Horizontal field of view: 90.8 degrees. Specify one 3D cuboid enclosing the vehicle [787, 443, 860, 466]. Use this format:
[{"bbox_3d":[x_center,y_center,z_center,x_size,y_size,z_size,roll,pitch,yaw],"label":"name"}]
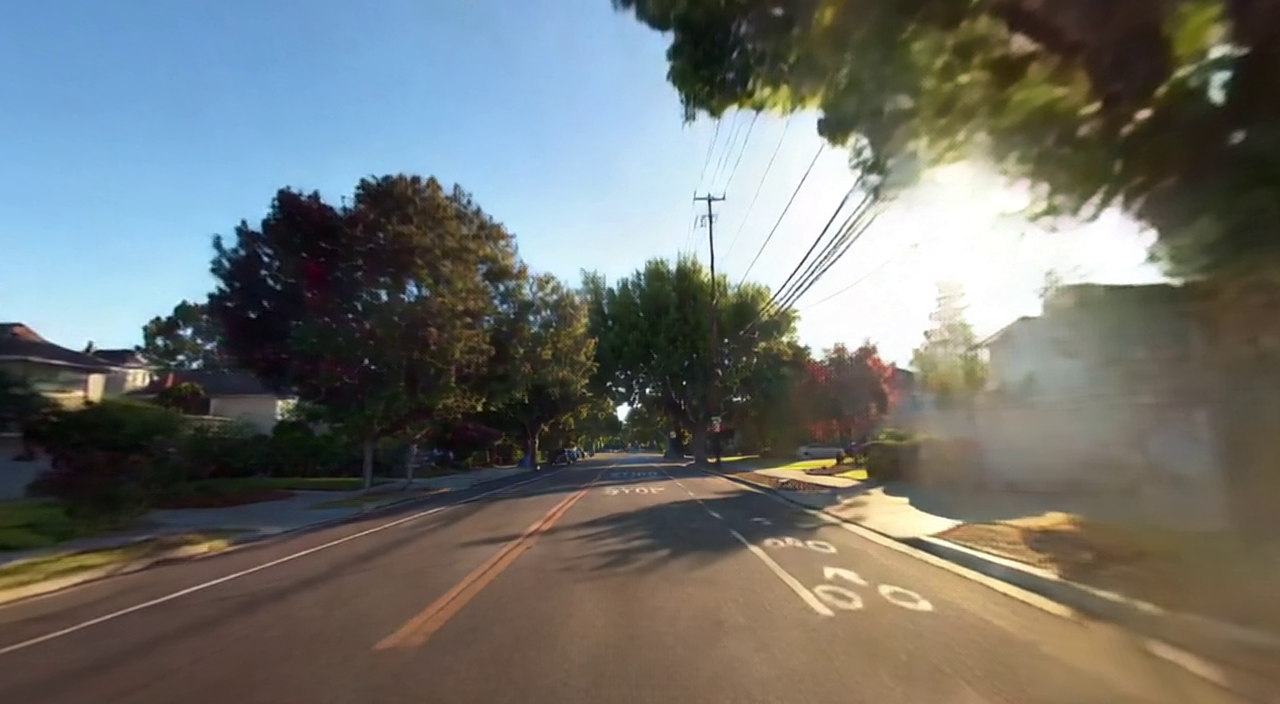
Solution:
[{"bbox_3d":[13.481,7.555,46.563,4.624,1.420,2.045,-1,-9,-7],"label":"vehicle"}]
